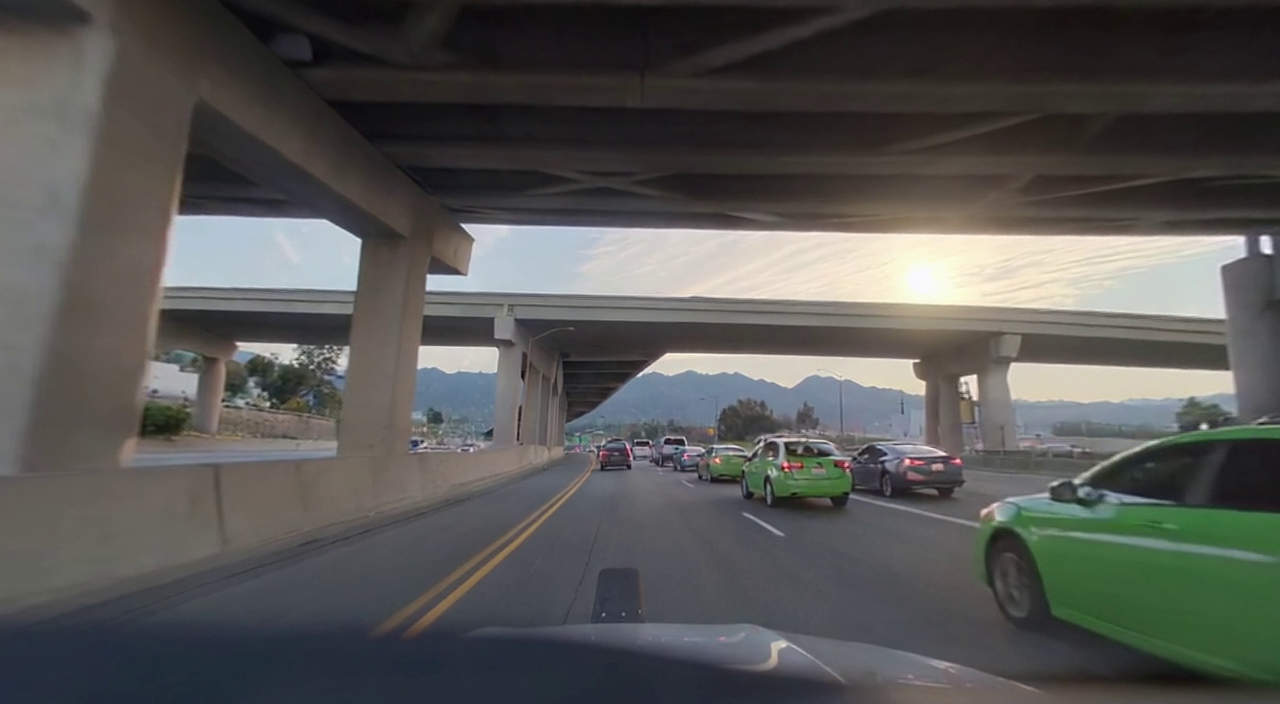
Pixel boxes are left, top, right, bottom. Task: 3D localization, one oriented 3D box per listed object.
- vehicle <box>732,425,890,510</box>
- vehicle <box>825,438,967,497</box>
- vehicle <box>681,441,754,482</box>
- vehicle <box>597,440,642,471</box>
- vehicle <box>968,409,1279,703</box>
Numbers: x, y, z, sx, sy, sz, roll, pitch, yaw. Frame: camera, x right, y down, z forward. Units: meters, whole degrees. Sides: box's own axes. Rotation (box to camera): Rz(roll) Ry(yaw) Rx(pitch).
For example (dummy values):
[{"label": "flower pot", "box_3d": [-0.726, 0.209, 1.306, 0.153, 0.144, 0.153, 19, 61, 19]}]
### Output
[{"label": "vehicle", "box_3d": [3.907, 2.754, 15.623, 2.276, 1.739, 5.040, 0, -8, -3]}, {"label": "vehicle", "box_3d": [7.533, 3.438, 19.296, 2.025, 1.525, 5.211, 0, -8, -2]}, {"label": "vehicle", "box_3d": [2.976, 4.335, 25.351, 2.074, 1.455, 4.646, 0, -8, -3]}, {"label": "vehicle", "box_3d": [-1.123, 5.524, 33.856, 2.266, 1.549, 3.978, 0, -8, -2]}, {"label": "vehicle", "box_3d": [3.751, 1.015, 2.927, 1.944, 1.466, 4.540, 0, -8, -1]}]
